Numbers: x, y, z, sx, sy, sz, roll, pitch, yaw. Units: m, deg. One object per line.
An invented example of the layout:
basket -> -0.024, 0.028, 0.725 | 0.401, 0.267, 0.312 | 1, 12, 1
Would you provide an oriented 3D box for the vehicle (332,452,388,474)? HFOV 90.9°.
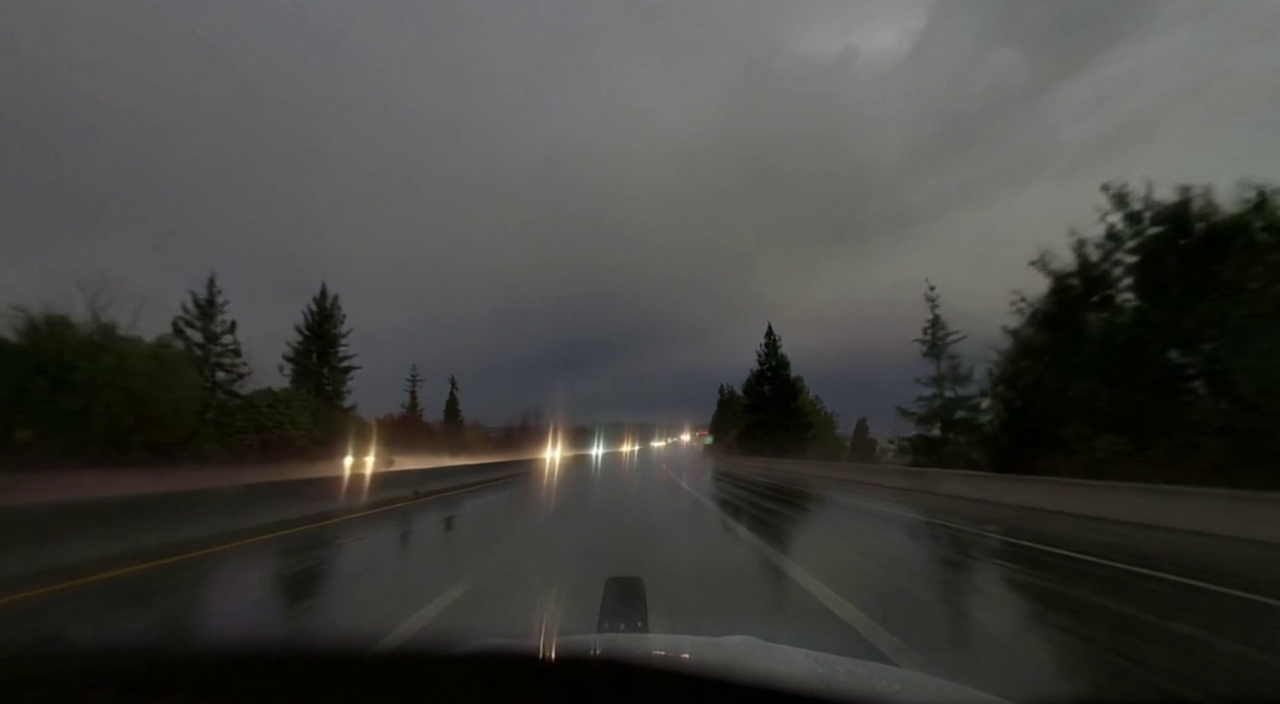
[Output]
vehicle -> -19.296, 7.658, 43.687 | 1.807, 1.472, 4.370 | 0, -9, 1
